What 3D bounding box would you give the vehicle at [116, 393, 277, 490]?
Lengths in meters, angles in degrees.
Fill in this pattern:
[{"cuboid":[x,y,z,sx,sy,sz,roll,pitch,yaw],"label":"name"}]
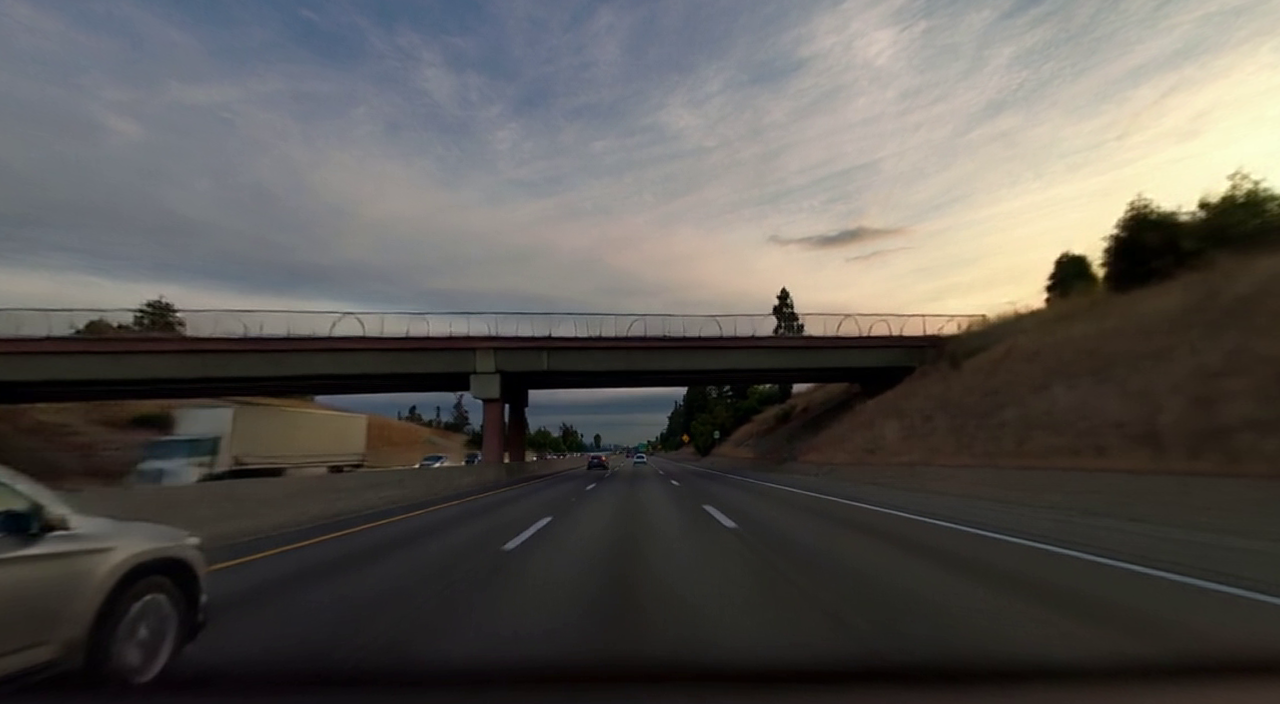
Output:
[{"cuboid":[-20.103,4.165,29.132,2.925,3.996,5.896,0,-9,0],"label":"vehicle"}]
